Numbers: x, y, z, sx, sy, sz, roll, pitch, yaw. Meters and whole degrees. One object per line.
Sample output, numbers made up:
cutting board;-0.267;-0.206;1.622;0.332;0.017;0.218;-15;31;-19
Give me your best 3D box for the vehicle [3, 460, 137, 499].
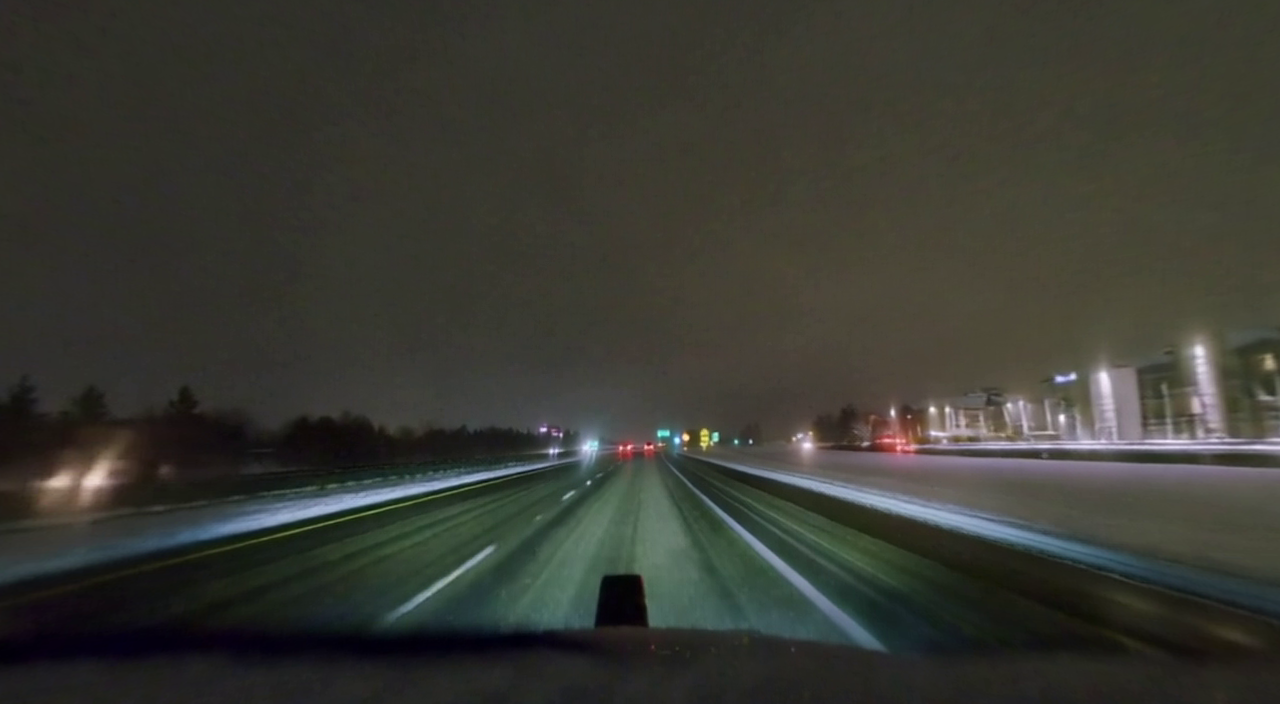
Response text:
vehicle;-25.919;5.785;28.940;1.909;1.472;4.517;0;-8;0
